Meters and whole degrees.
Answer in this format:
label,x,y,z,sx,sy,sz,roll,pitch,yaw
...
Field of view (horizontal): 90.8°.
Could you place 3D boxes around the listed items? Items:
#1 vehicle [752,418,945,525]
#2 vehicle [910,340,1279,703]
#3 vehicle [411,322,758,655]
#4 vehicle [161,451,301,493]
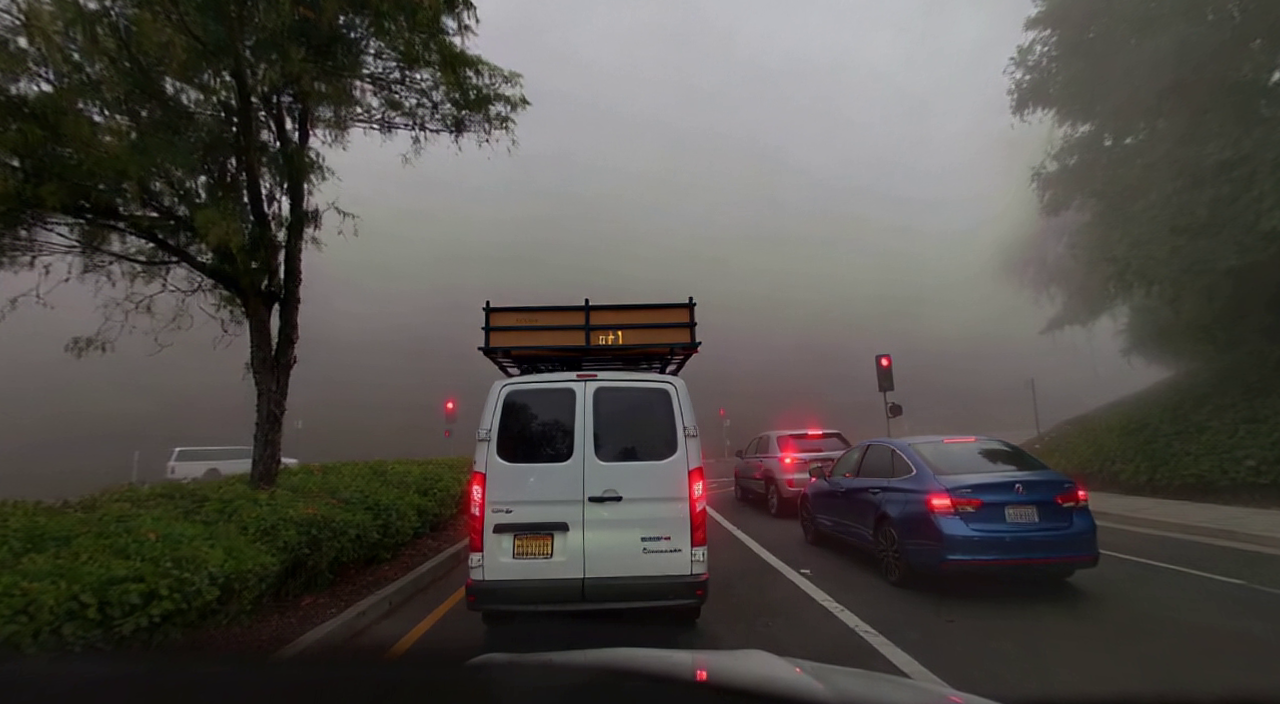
label,x,y,z,sx,sy,sz,roll,pitch,yaw
vehicle,3.718,2.224,12.269,2.024,1.692,4.252,1,-9,-4
vehicle,3.452,0.938,3.416,1.965,1.671,4.146,0,-9,-3
vehicle,-0.356,1.155,6.187,2.145,2.089,4.309,0,-9,0
vehicle,-19.786,5.810,30.906,5.241,1.894,2.257,3,-9,-20
